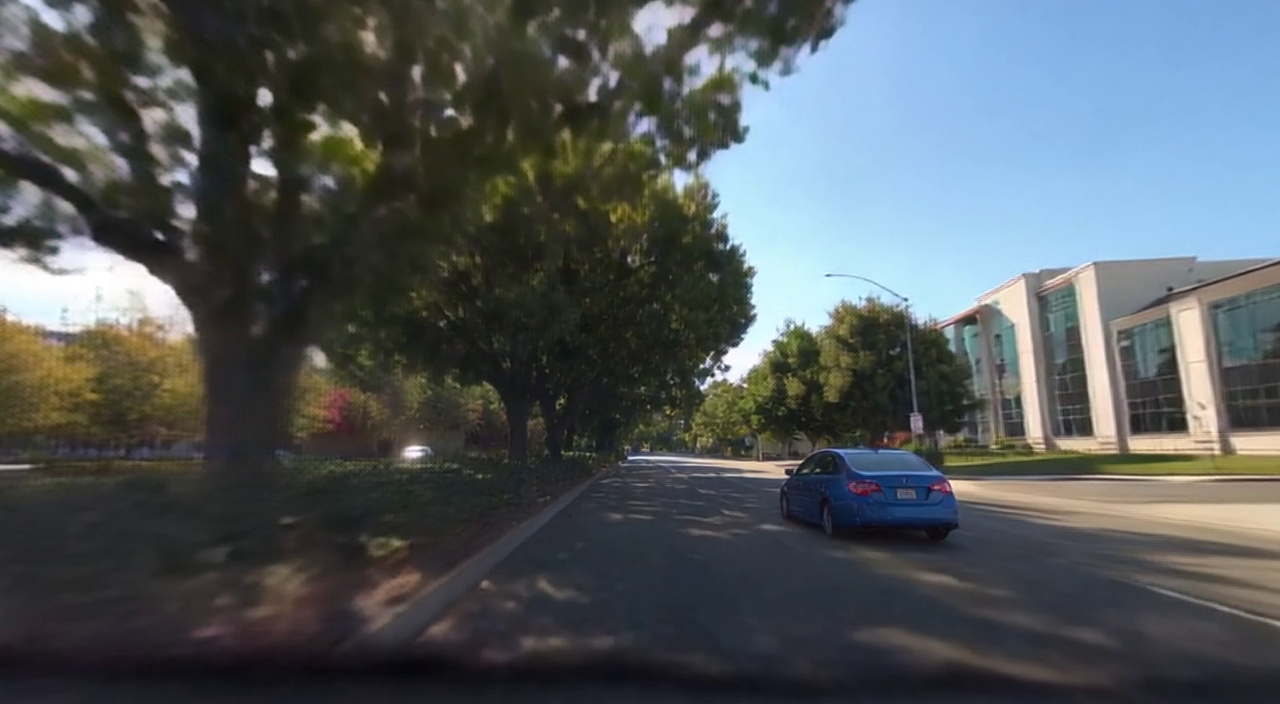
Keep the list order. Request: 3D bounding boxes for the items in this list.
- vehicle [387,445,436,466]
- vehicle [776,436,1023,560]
[{"bbox_3d":[-17.114,7.754,47.620,1.921,1.466,4.804,0,-8,0],"label":"vehicle"},{"bbox_3d":[3.609,2.083,9.820,1.950,1.473,4.259,0,-8,-1],"label":"vehicle"}]
